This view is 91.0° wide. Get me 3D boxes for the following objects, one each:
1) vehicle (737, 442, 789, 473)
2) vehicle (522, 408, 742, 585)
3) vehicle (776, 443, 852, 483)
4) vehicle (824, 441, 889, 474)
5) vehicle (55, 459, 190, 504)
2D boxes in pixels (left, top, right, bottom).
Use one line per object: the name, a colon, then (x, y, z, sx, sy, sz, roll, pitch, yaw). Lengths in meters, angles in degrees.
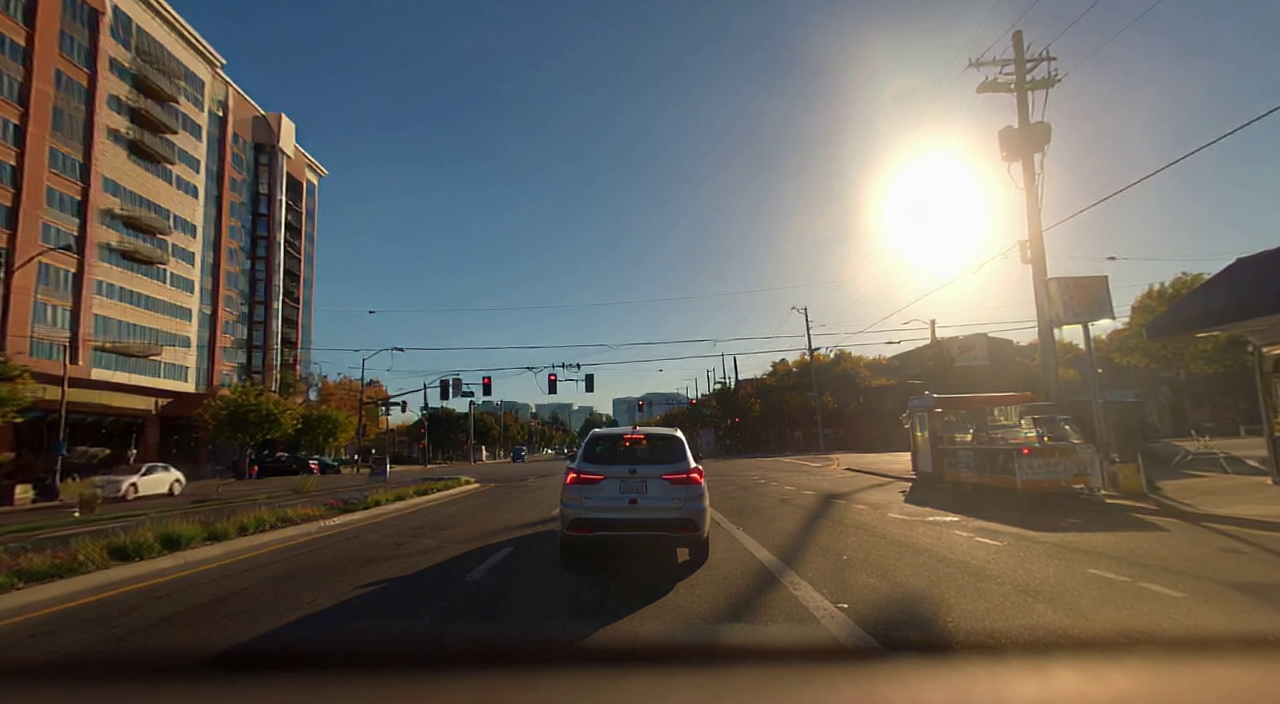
vehicle: (6.270, 5.455, 32.642, 1.961, 1.477, 4.454, 0, -9, 2)
vehicle: (-0.059, 1.694, 8.125, 2.115, 1.700, 3.901, 0, -8, 1)
vehicle: (6.858, 4.380, 25.249, 1.833, 1.452, 4.237, 0, -9, 0)
vehicle: (11.383, 5.555, 33.369, 2.081, 1.651, 4.432, -1, -9, 3)
vehicle: (-19.659, 4.894, 24.207, 1.969, 1.458, 4.300, 1, -9, -9)
